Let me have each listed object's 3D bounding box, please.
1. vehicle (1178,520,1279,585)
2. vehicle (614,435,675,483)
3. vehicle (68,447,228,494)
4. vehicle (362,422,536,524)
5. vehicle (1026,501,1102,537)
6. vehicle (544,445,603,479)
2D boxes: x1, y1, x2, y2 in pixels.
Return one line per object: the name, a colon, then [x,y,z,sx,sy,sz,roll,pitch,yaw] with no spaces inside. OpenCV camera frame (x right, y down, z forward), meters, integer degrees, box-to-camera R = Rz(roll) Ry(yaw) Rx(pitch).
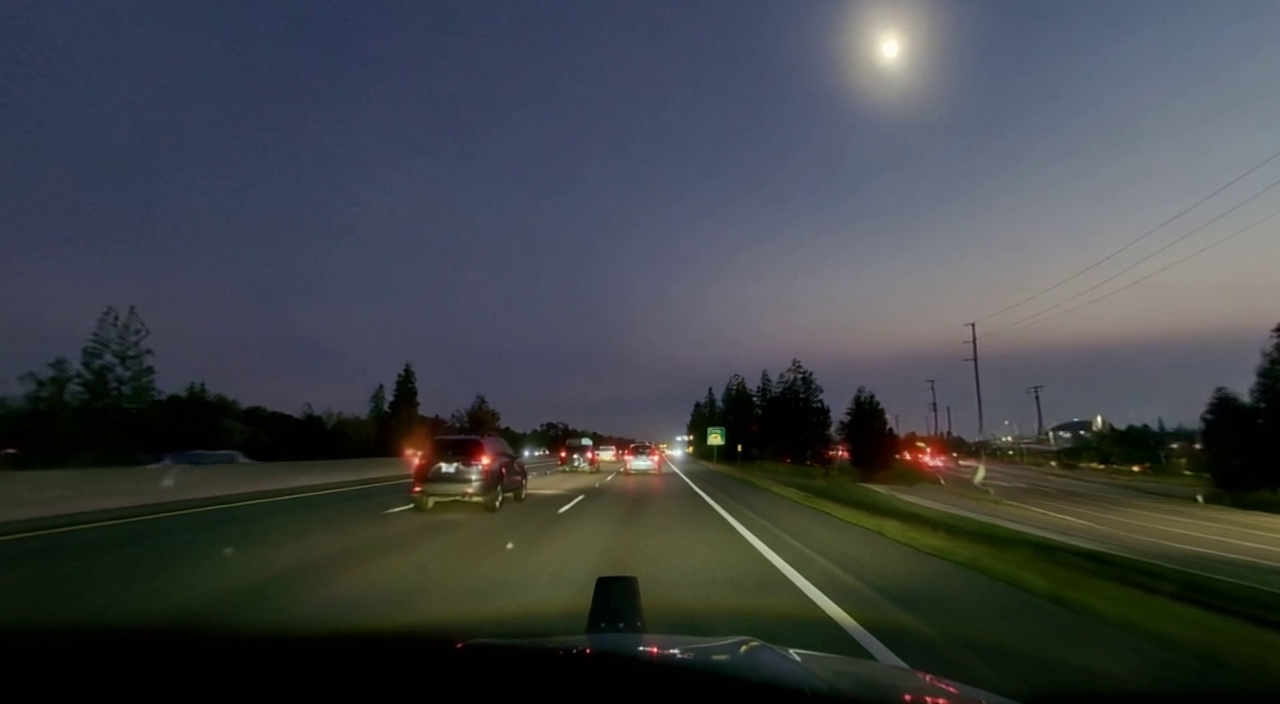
vehicle: [22.477,7.259,22.988,1.826,1.625,4.758,-1,-9,6]
vehicle: [0.219,4.413,26.324,2.319,1.813,4.274,0,-9,2]
vehicle: [-16.788,4.018,21.875,1.839,1.451,4.462,0,-9,2]
vehicle: [-3.707,2.451,13.282,2.104,1.754,4.515,0,-9,2]
vehicle: [24.730,9.733,36.979,1.985,1.513,4.339,-1,-8,9]
vehicle: [-3.042,5.139,29.817,2.092,1.464,4.466,0,-9,2]
